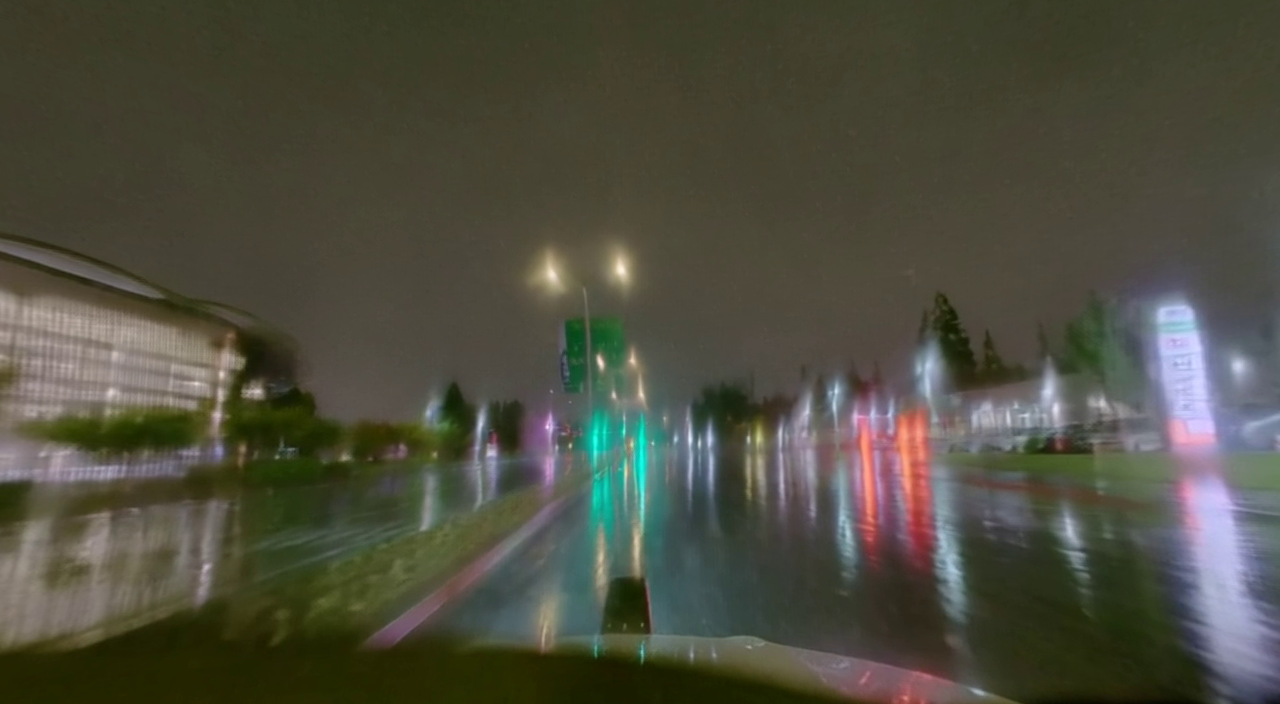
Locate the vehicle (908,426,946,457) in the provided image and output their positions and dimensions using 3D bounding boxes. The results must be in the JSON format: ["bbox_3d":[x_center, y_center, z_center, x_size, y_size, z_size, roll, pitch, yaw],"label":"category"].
[{"bbox_3d":[21.943,6.808,48.313,2.240,2.095,5.149,-6,-7,22],"label":"vehicle"}]

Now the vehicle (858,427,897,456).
[{"bbox_3d":[18.042,6.775,47.618,2.425,2.043,5.455,-4,-9,23],"label":"vehicle"}]
